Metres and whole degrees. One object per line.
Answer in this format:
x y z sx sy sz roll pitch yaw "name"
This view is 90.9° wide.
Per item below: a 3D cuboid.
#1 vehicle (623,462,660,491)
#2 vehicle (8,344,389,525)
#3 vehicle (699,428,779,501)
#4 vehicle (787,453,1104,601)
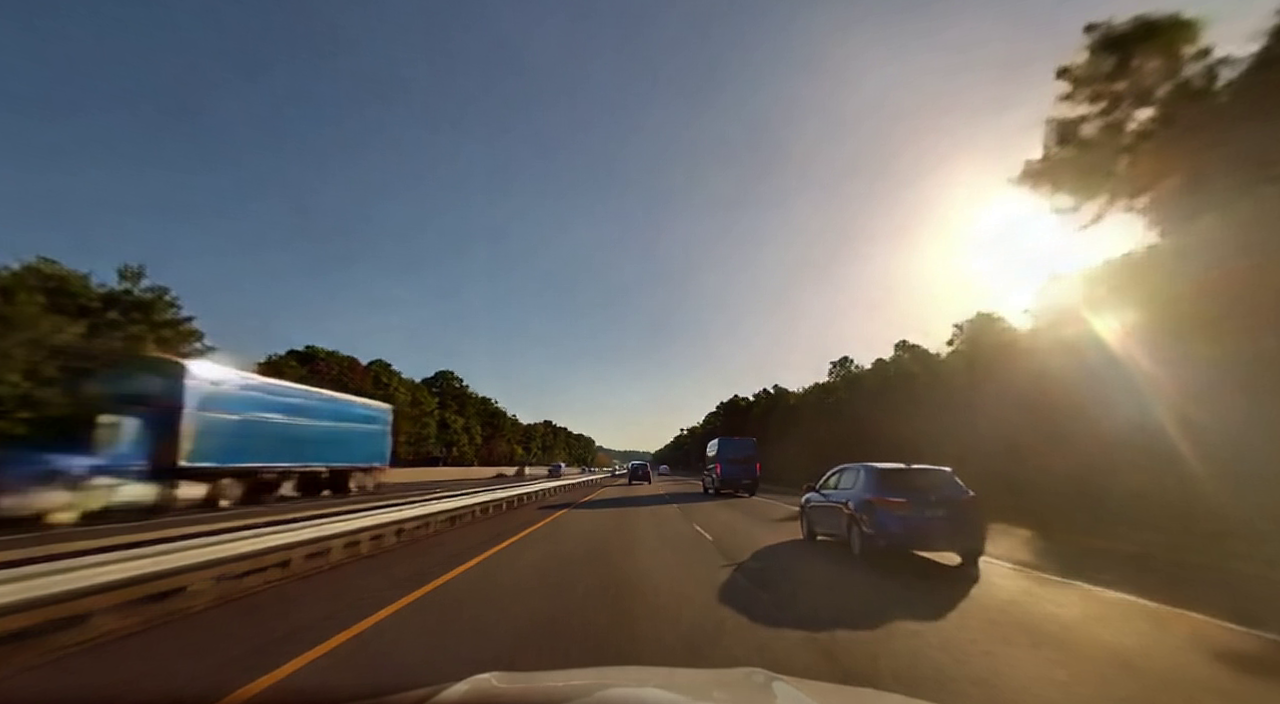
0.102 7.959 40.395 2.212 1.717 4.452 0 -10 0 "vehicle"
-12.975 3.112 21.481 3.062 4.226 13.286 0 -11 1 "vehicle"
4.431 5.324 29.749 2.563 2.975 6.941 1 -11 -1 "vehicle"
3.829 2.322 9.229 2.073 1.532 4.969 1 -11 -1 "vehicle"
